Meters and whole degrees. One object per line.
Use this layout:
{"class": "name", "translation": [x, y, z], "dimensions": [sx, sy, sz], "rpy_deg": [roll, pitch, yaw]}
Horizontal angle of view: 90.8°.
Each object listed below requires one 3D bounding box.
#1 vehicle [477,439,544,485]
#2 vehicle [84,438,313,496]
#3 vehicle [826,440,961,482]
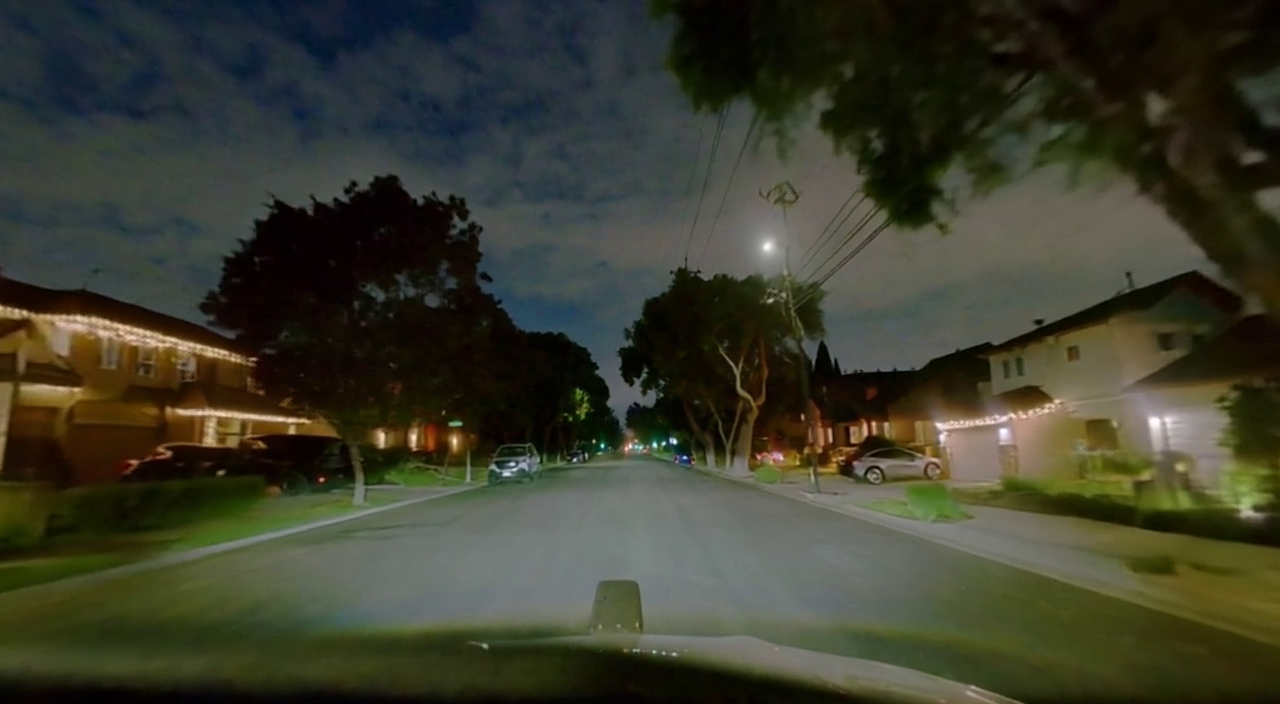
{"class": "vehicle", "translation": [-5.980, 5.131, 29.869], "dimensions": [2.341, 1.942, 5.044], "rpy_deg": [0, -8, -3]}
{"class": "vehicle", "translation": [-12.535, 3.292, 18.236], "dimensions": [5.040, 1.541, 2.042], "rpy_deg": [0, -9, 0]}
{"class": "vehicle", "translation": [9.967, 4.314, 25.098], "dimensions": [4.497, 1.564, 1.948], "rpy_deg": [0, -8, -2]}
